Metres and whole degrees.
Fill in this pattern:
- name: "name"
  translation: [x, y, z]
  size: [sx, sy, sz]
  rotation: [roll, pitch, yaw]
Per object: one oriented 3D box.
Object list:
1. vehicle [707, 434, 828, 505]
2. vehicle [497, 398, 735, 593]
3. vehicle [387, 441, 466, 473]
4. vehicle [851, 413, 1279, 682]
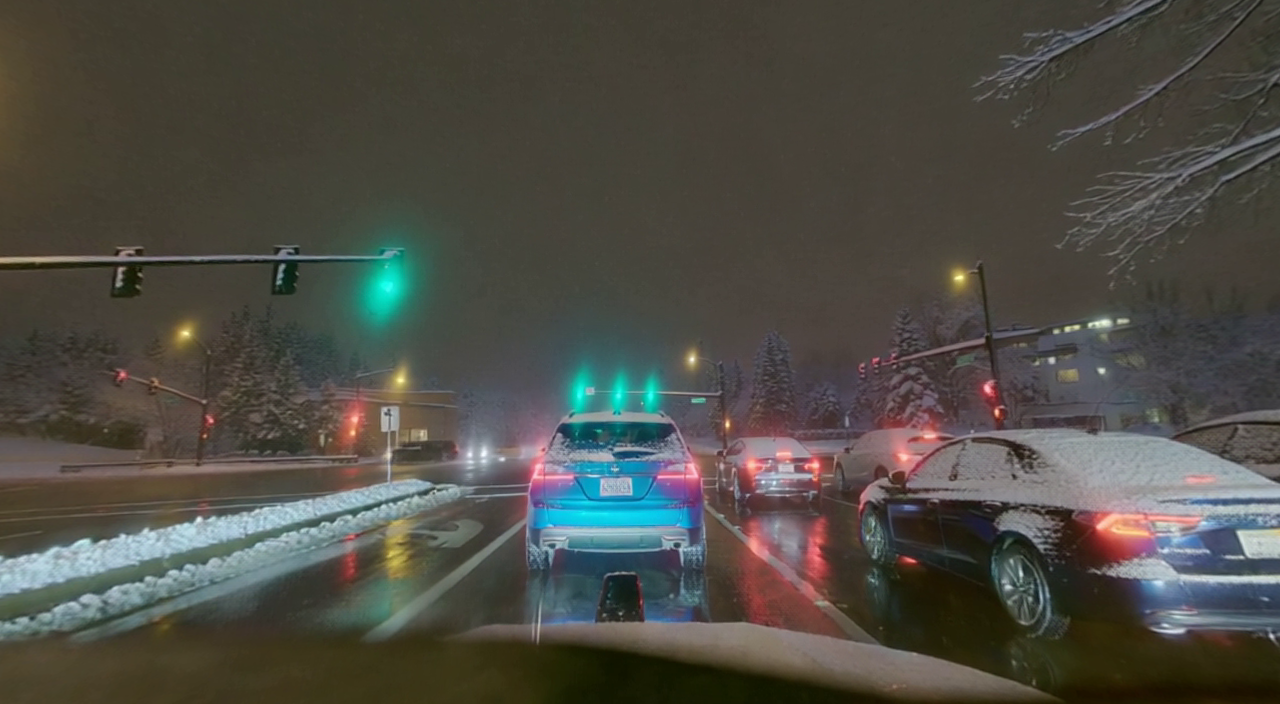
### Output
- name: "vehicle"
  translation: [2.976, 2.852, 15.771]
  size: [1.950, 1.506, 4.086]
  rotation: [0, -8, -3]
- name: "vehicle"
  translation: [-0.268, 1.560, 7.629]
  size: [2.101, 1.707, 3.904]
  rotation: [0, -8, -2]
- name: "vehicle"
  translation: [-13.000, 6.337, 38.364]
  size: [4.972, 1.794, 2.186]
  rotation: [-7, -11, 39]
- name: "vehicle"
  translation: [3.617, 1.397, 5.696]
  size: [1.861, 1.478, 4.185]
  rotation: [0, -8, -2]
